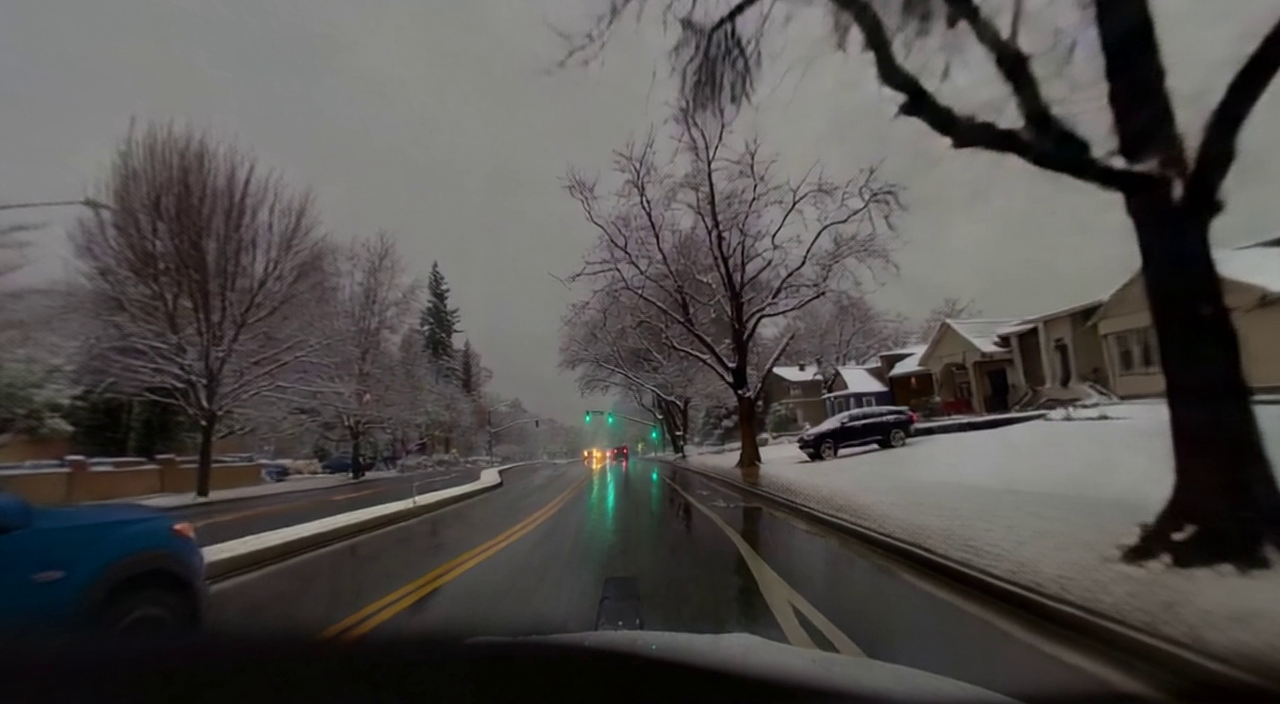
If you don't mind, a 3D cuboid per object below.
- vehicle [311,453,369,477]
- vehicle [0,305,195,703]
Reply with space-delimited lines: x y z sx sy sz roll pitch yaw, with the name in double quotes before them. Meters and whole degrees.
"vehicle" -23.472 8.822 49.561 1.920 1.614 4.479 -7 -10 8
"vehicle" -3.880 0.545 0.958 2.276 1.960 5.561 0 -8 1
